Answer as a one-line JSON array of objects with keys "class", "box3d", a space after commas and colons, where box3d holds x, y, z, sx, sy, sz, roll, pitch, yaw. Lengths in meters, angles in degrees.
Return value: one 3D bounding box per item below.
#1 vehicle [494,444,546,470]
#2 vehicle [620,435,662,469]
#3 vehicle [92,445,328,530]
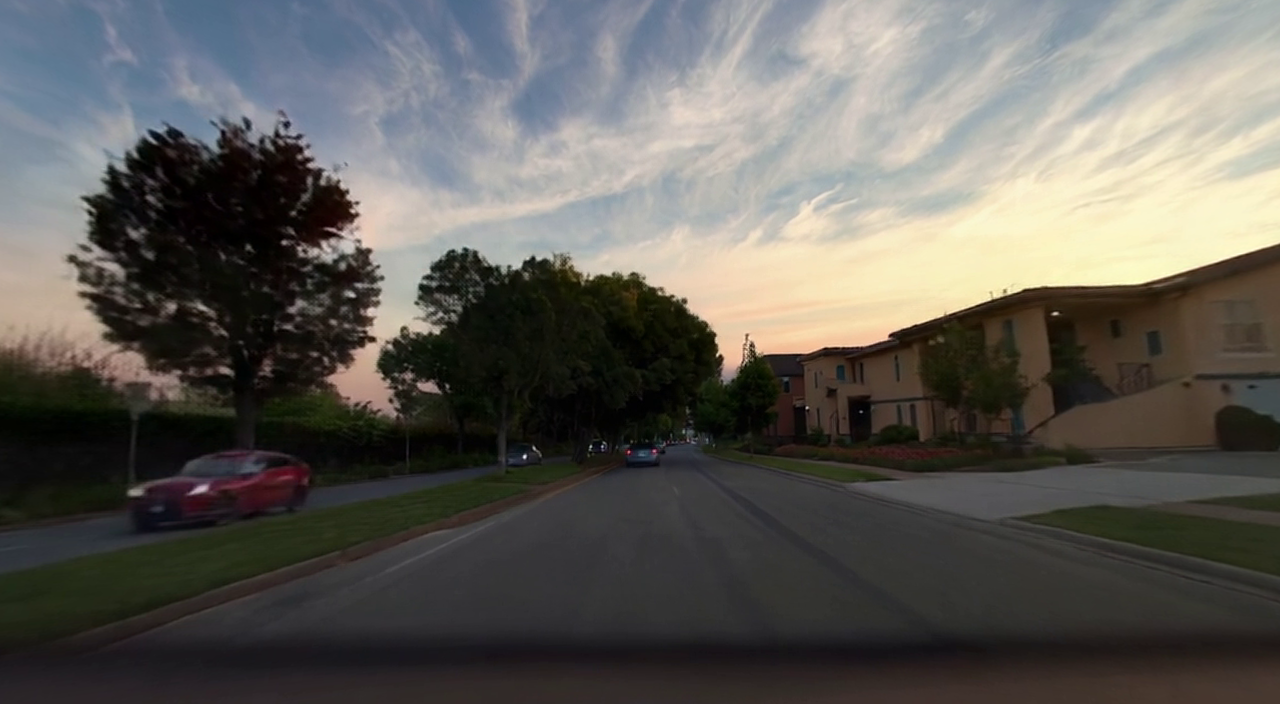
[{"class": "vehicle", "box3d": [-7.223, 6.349, 38.275, 2.040, 1.465, 4.448, 0, -8, 3]}, {"class": "vehicle", "box3d": [0.132, 5.398, 34.111, 2.129, 1.713, 4.314, 0, -8, 2]}, {"class": "vehicle", "box3d": [-9.020, 2.819, 13.822, 1.935, 1.522, 4.348, 0, -8, 3]}]
